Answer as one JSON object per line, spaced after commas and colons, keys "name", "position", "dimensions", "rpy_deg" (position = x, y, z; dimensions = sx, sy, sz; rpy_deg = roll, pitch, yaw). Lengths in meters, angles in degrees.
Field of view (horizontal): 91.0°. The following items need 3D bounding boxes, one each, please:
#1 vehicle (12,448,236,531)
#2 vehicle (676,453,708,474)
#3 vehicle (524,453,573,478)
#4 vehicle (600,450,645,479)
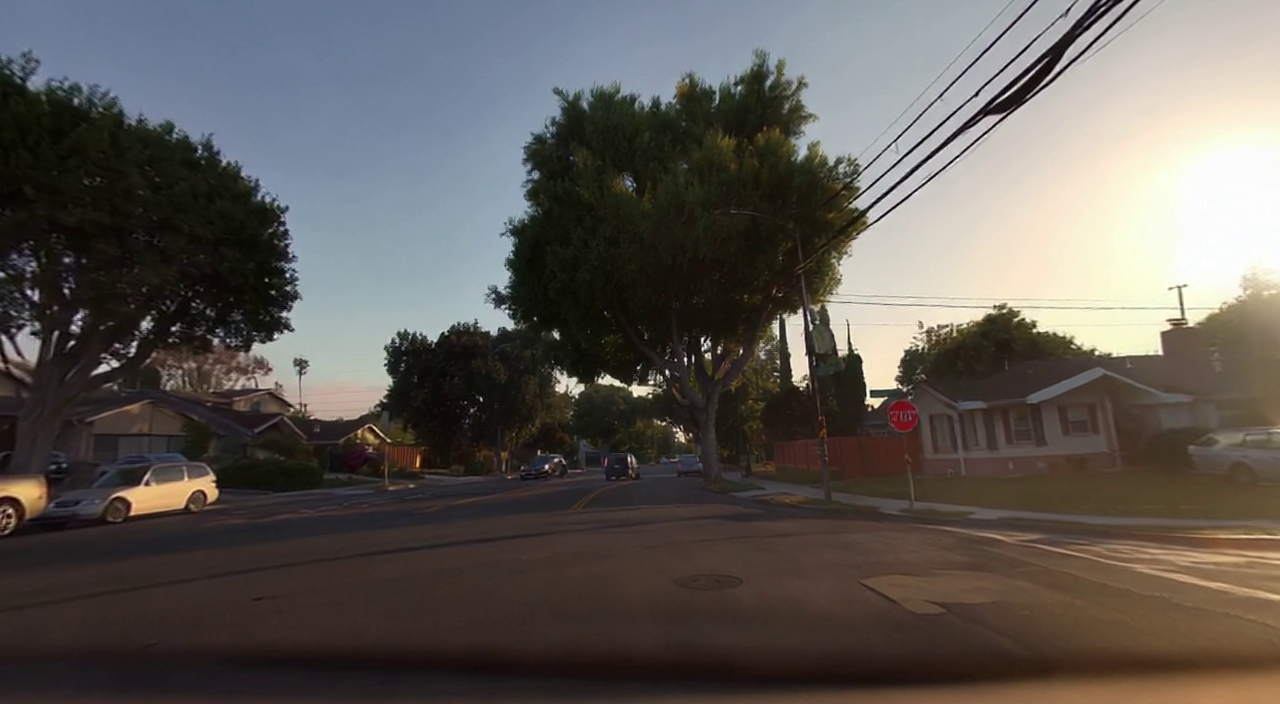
{"name": "vehicle", "position": [-13.765, 3.714, 17.331], "dimensions": [2.076, 1.864, 4.730], "rpy_deg": [-3, -11, 1]}
{"name": "vehicle", "position": [3.880, 8.177, 46.345], "dimensions": [1.955, 1.459, 4.383], "rpy_deg": [-2, -9, 10]}
{"name": "vehicle", "position": [-6.954, 8.669, 48.229], "dimensions": [2.256, 1.755, 4.799], "rpy_deg": [-2, -9, 10]}
{"name": "vehicle", "position": [-1.043, 7.298, 41.122], "dimensions": [2.178, 1.695, 4.339], "rpy_deg": [-1, -9, 9]}
